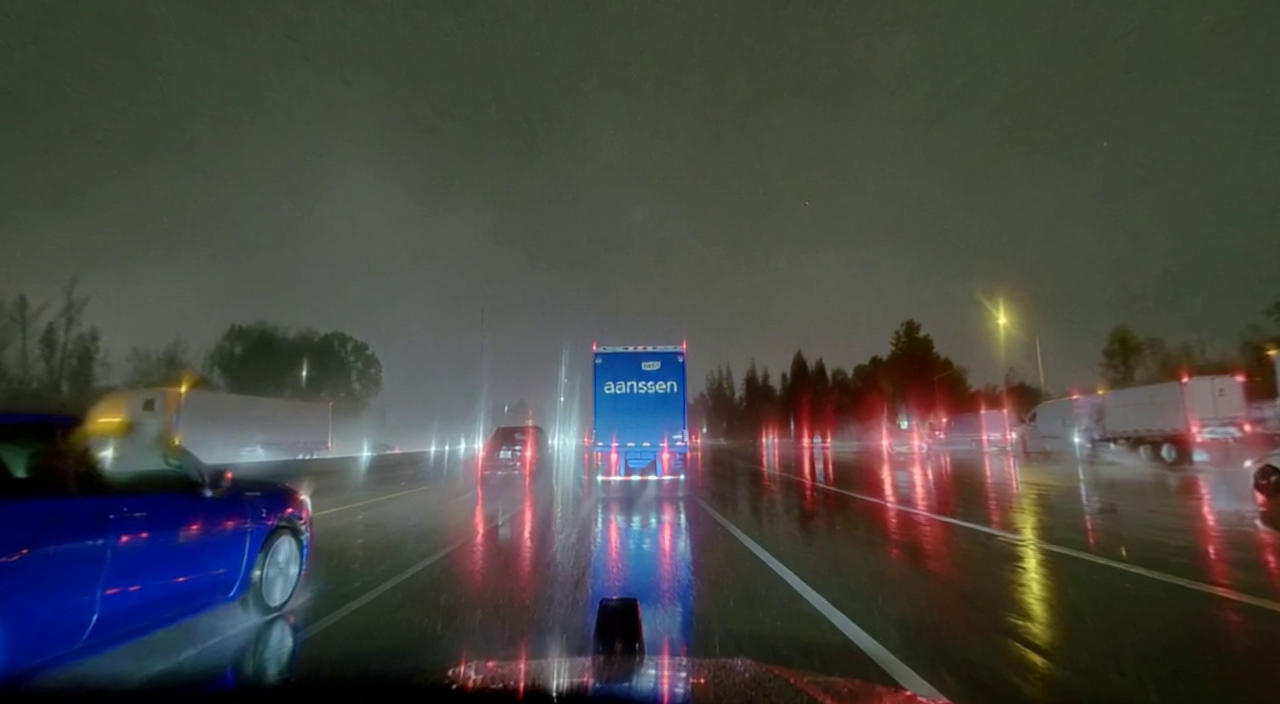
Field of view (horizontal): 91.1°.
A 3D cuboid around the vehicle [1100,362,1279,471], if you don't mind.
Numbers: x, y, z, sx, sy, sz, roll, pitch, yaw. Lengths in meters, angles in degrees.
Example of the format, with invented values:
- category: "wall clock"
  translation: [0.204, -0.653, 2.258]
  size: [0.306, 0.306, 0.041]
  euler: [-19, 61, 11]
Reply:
- category: "vehicle"
  translation: [19.128, 2.247, 21.124]
  size: [2.595, 3.137, 6.079]
  euler: [0, -8, 0]

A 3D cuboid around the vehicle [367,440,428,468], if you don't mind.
- category: "vehicle"
  translation: [-15.390, 6.453, 40.189]
  size: [1.948, 1.625, 4.708]
  euler: [0, -8, 0]

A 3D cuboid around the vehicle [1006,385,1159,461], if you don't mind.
- category: "vehicle"
  translation: [19.378, 3.219, 28.062]
  size: [2.443, 3.006, 5.844]
  euler: [0, -8, 0]

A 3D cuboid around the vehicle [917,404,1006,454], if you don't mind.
- category: "vehicle"
  translation: [18.965, 4.600, 37.489]
  size: [2.432, 2.753, 5.388]
  euler: [0, -8, 1]

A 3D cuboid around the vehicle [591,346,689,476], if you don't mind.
- category: "vehicle"
  translation: [-0.052, 2.641, 26.005]
  size: [3.171, 4.204, 11.036]
  euler: [0, -8, -1]

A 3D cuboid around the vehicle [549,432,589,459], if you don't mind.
- category: "vehicle"
  translation: [-4.184, 5.603, 37.702]
  size: [1.921, 1.524, 3.912]
  euler: [0, -8, 0]

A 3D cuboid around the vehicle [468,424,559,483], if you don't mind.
- category: "vehicle"
  translation: [-3.707, 3.043, 19.186]
  size: [1.946, 1.599, 4.073]
  euler: [0, -8, 0]

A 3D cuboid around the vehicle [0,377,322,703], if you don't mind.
- category: "vehicle"
  translation: [-3.665, 0.925, 3.033]
  size: [1.964, 1.507, 4.361]
  euler: [0, -8, 0]
